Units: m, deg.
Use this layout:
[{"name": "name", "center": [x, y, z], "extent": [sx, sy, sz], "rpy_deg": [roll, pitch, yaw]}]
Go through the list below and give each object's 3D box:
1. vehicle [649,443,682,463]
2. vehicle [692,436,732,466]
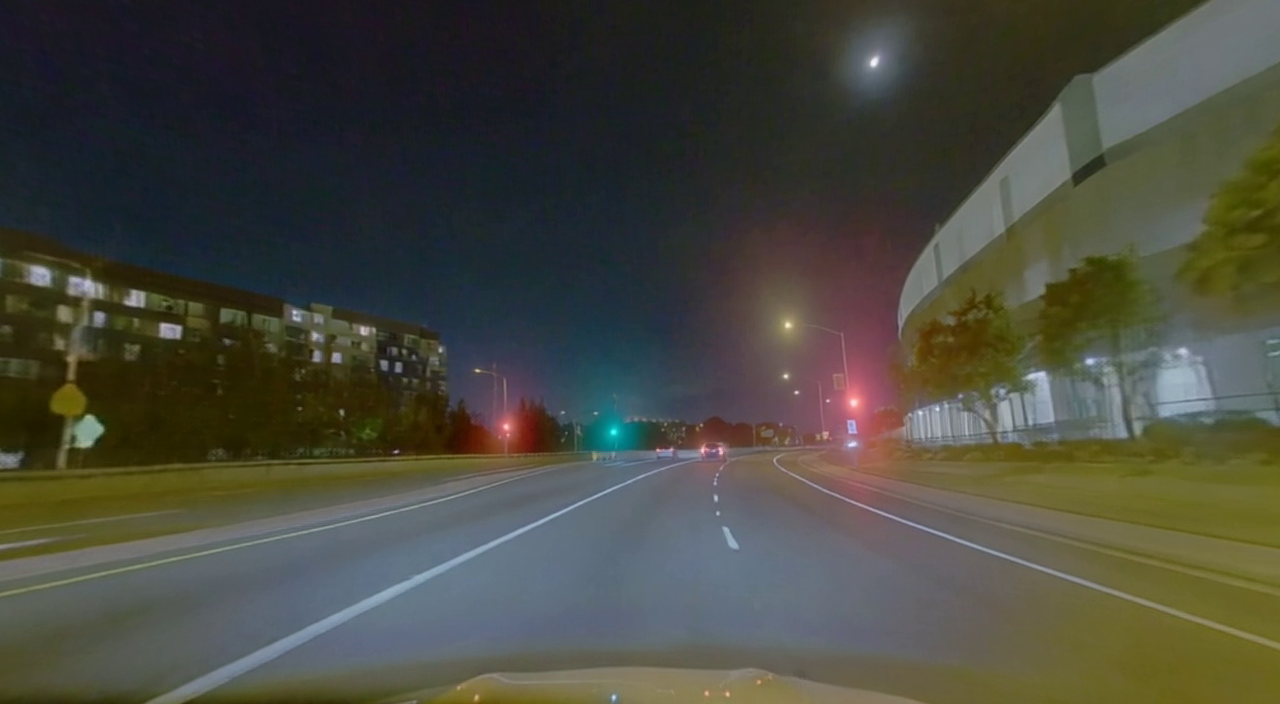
[{"name": "vehicle", "center": [2.013, 7.864, 49.133], "extent": [1.952, 1.472, 4.312], "rpy_deg": [-2, -9, 11]}, {"name": "vehicle", "center": [5.101, 6.903, 44.099], "extent": [2.356, 1.931, 4.840], "rpy_deg": [-2, -9, 10]}]
